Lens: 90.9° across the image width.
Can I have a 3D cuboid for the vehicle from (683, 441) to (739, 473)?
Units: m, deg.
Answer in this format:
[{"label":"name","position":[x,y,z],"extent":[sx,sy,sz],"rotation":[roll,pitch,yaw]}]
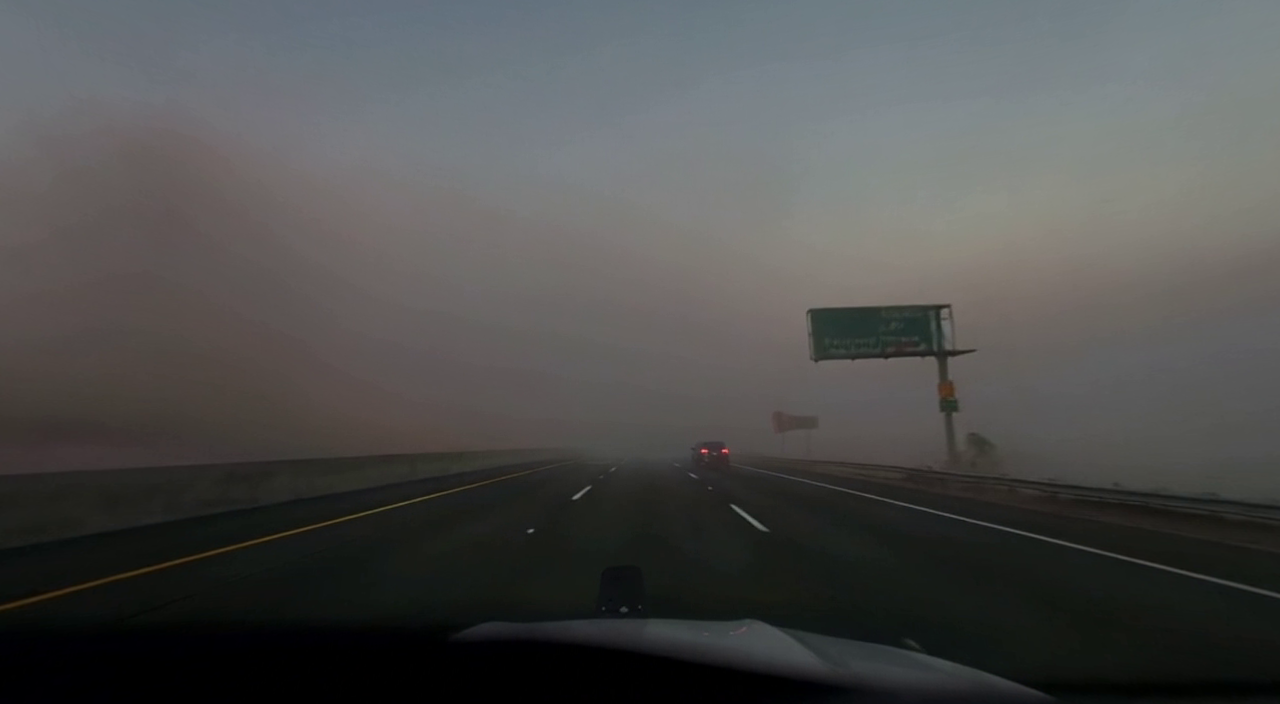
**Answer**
[{"label":"vehicle","position":[3.485,5.271,31.893],"extent":[2.193,1.462,4.533],"rotation":[0,-8,-1]}]
